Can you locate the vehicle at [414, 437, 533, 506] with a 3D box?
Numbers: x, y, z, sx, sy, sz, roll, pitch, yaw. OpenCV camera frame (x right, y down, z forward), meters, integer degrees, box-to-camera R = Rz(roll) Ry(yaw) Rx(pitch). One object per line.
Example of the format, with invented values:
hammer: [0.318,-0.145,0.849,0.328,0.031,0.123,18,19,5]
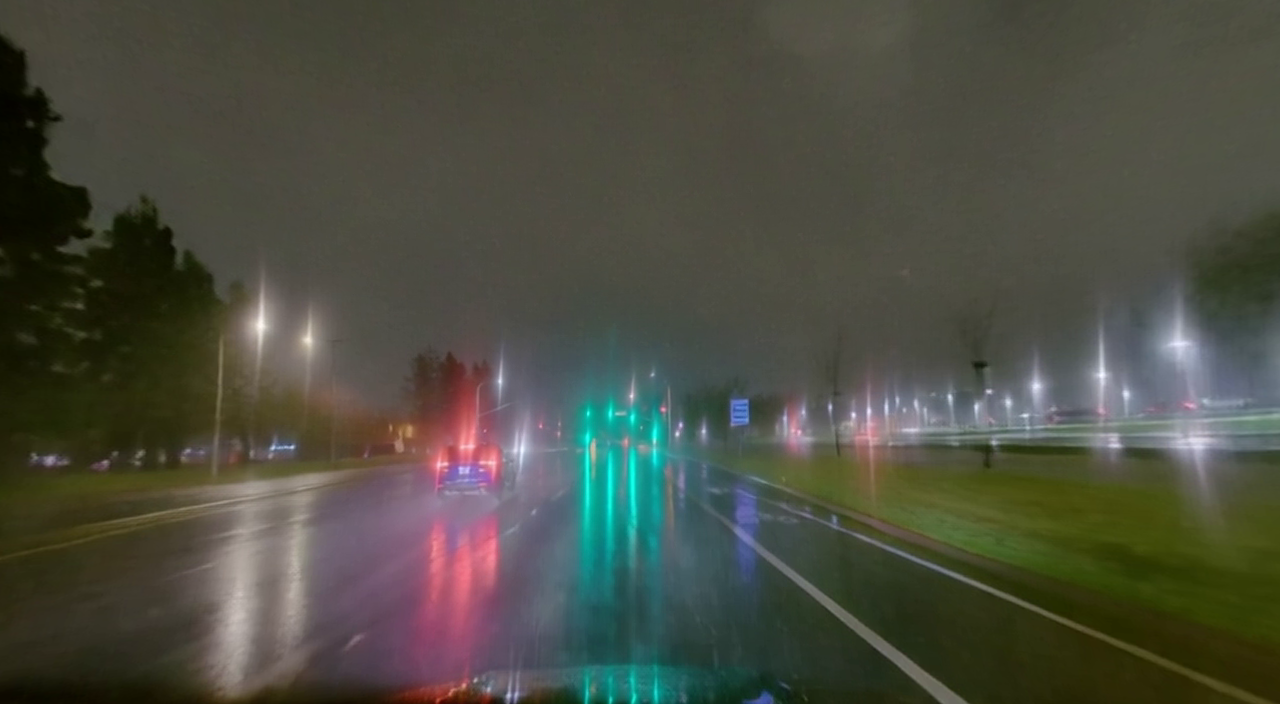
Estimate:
vehicle: [-3.981,2.904,15.874,1.964,1.472,4.078,0,-8,-2]
